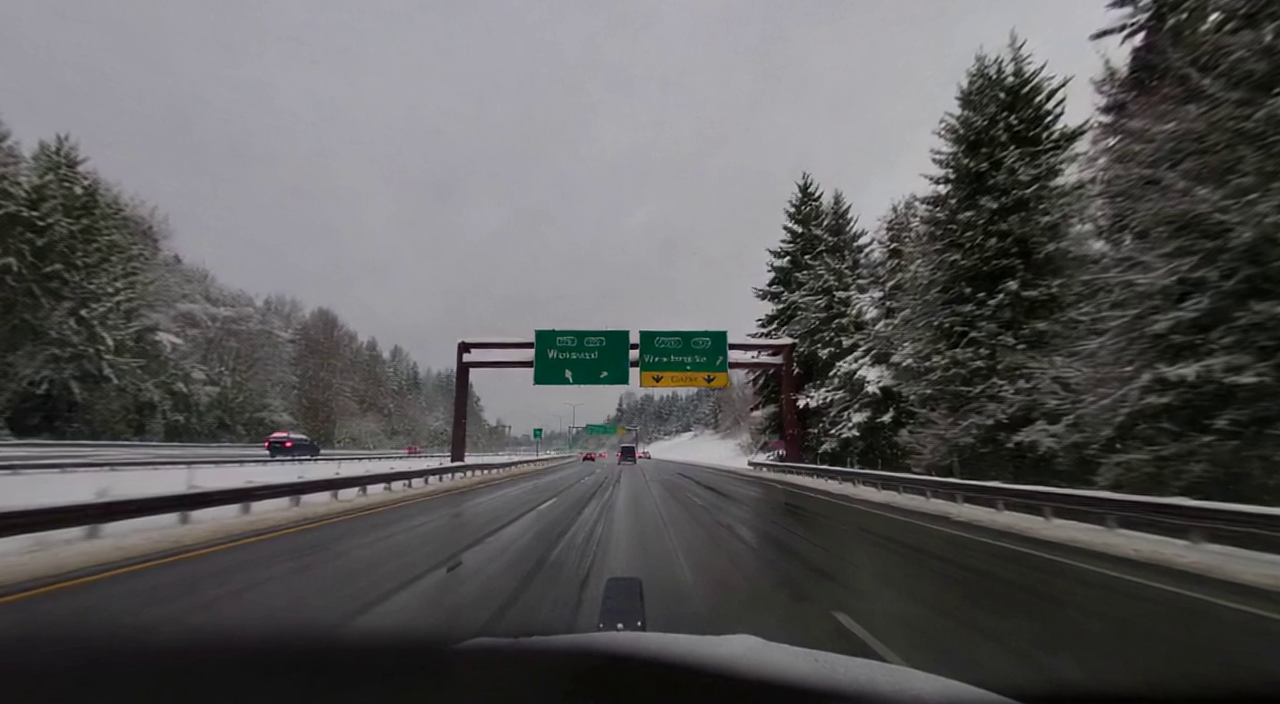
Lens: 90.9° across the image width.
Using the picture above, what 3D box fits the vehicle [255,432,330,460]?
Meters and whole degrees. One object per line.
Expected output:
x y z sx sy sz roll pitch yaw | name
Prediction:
-19.432 5.286 35.478 1.901 1.465 4.173 0 -9 -1 | vehicle
